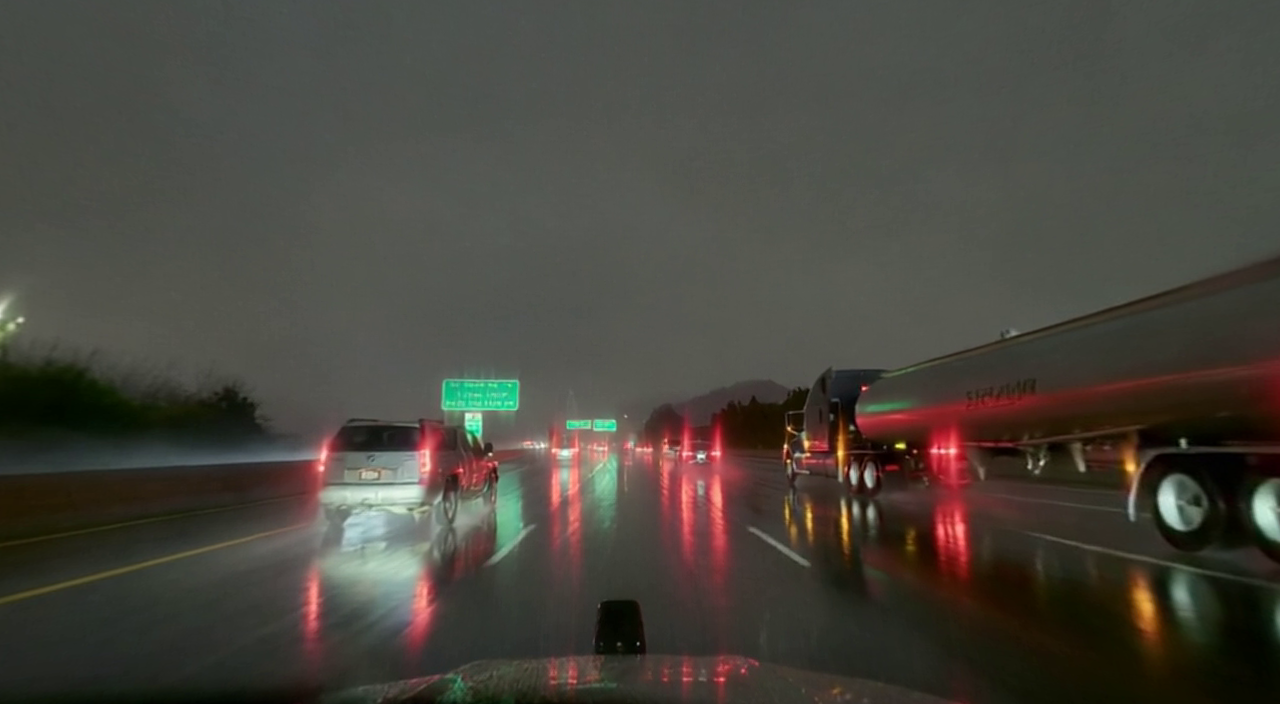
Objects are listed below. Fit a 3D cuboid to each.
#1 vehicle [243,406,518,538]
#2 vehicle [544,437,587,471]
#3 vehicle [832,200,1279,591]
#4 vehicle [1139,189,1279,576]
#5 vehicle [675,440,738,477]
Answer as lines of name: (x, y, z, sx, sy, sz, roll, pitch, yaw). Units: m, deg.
vehicle: (-4.219, 2.119, 11.839, 2.684, 1.839, 5.803, 0, -8, 0)
vehicle: (-4.329, 5.998, 37.375, 2.149, 1.843, 4.348, 0, -8, -2)
vehicle: (7.534, 1.217, 12.094, 3.548, 3.827, 11.870, 0, -8, -2)
vehicle: (7.693, -0.263, 2.196, 3.554, 3.573, 10.307, 0, -8, 1)
vehicle: (2.828, 4.654, 27.859, 2.053, 1.510, 4.400, 0, -8, -3)
